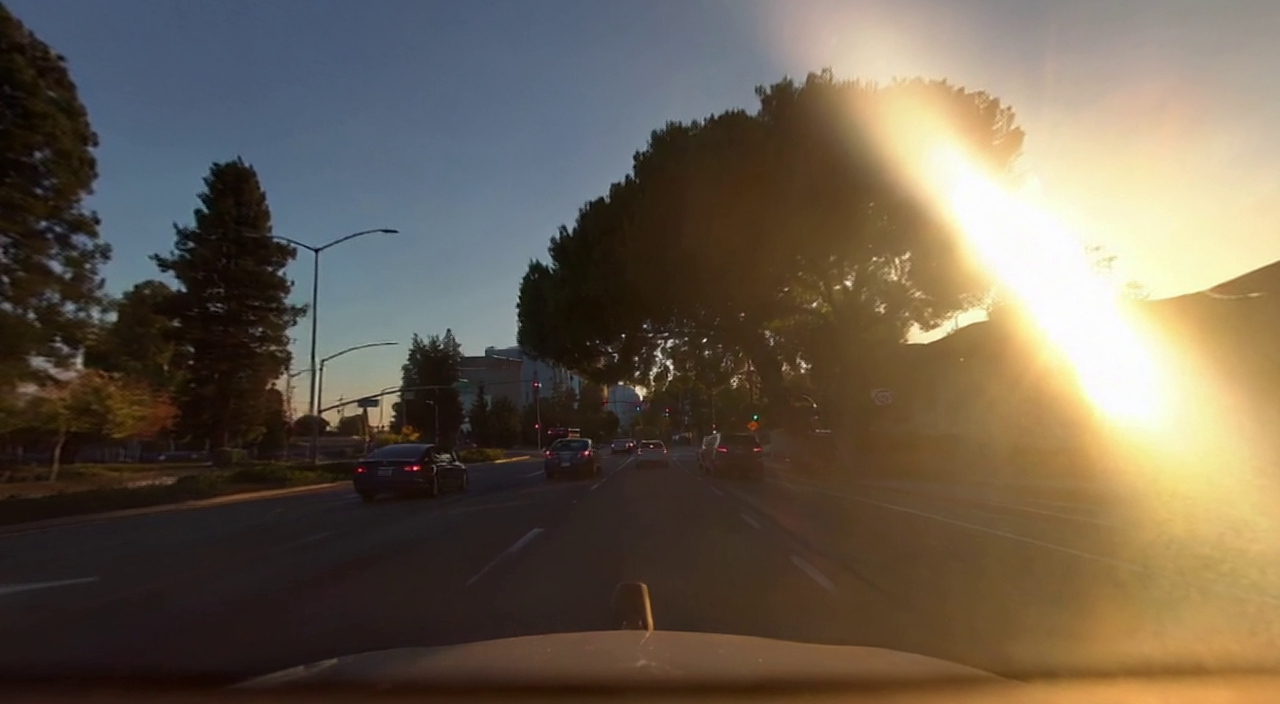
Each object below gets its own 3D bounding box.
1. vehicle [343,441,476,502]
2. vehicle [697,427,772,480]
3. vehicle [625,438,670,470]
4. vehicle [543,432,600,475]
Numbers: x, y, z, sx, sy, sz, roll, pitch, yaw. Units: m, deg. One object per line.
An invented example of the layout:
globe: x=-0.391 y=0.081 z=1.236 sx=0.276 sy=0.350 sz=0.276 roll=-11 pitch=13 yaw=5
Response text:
vehicle: x=-6.175 y=3.222 z=17.507 sx=1.926 sy=1.465 sz=4.620 roll=0 pitch=-8 yaw=0
vehicle: x=3.513 y=3.874 z=24.313 sx=2.141 sy=1.833 sz=4.704 roll=0 pitch=-8 yaw=-1
vehicle: x=0.318 y=4.883 z=30.251 sx=2.021 sy=1.461 sz=3.862 roll=0 pitch=-8 yaw=0
vehicle: x=-2.894 y=4.420 z=27.539 sx=1.912 sy=1.703 sz=4.261 roll=0 pitch=-8 yaw=2
